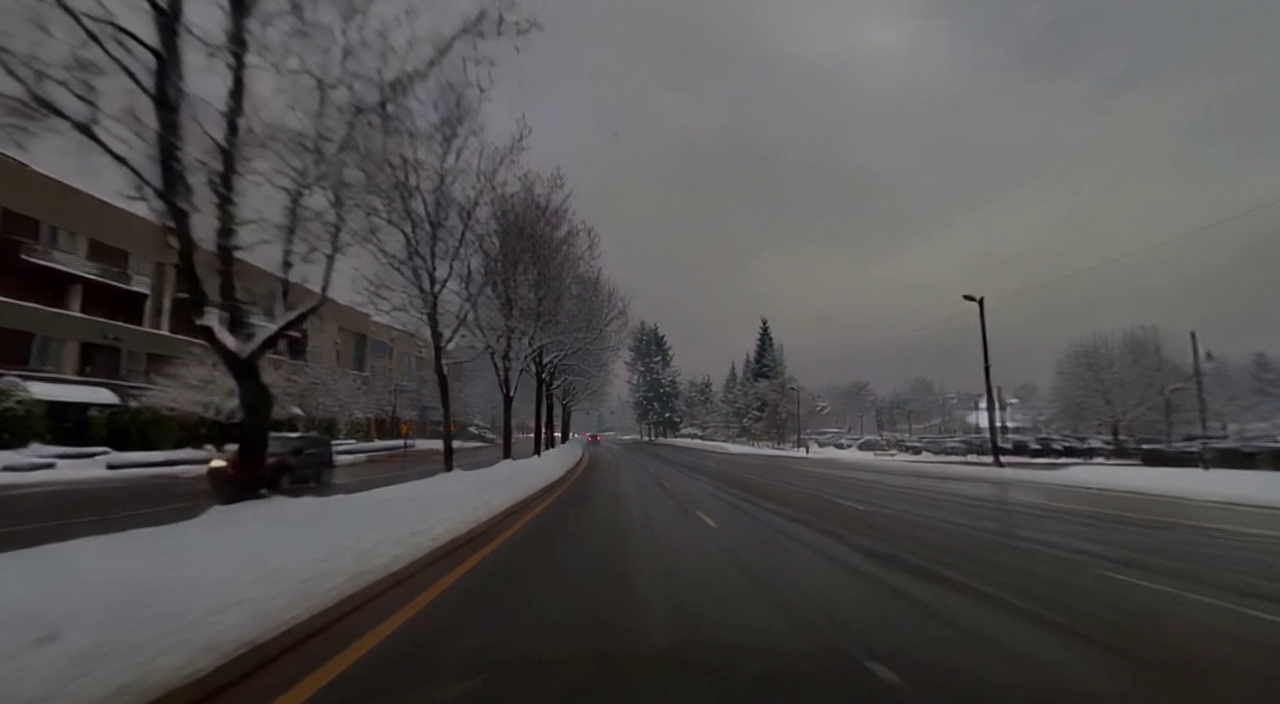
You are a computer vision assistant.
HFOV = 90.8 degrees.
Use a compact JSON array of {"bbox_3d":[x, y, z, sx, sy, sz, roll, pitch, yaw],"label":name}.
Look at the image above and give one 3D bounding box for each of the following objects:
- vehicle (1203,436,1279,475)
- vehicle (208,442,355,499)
[{"bbox_3d":[26.840,4.316,26.517,4.442,1.557,1.924,0,-9,1],"label":"vehicle"},{"bbox_3d":[-10.548,3.496,19.038,1.963,1.518,4.278,0,-9,-1],"label":"vehicle"}]
